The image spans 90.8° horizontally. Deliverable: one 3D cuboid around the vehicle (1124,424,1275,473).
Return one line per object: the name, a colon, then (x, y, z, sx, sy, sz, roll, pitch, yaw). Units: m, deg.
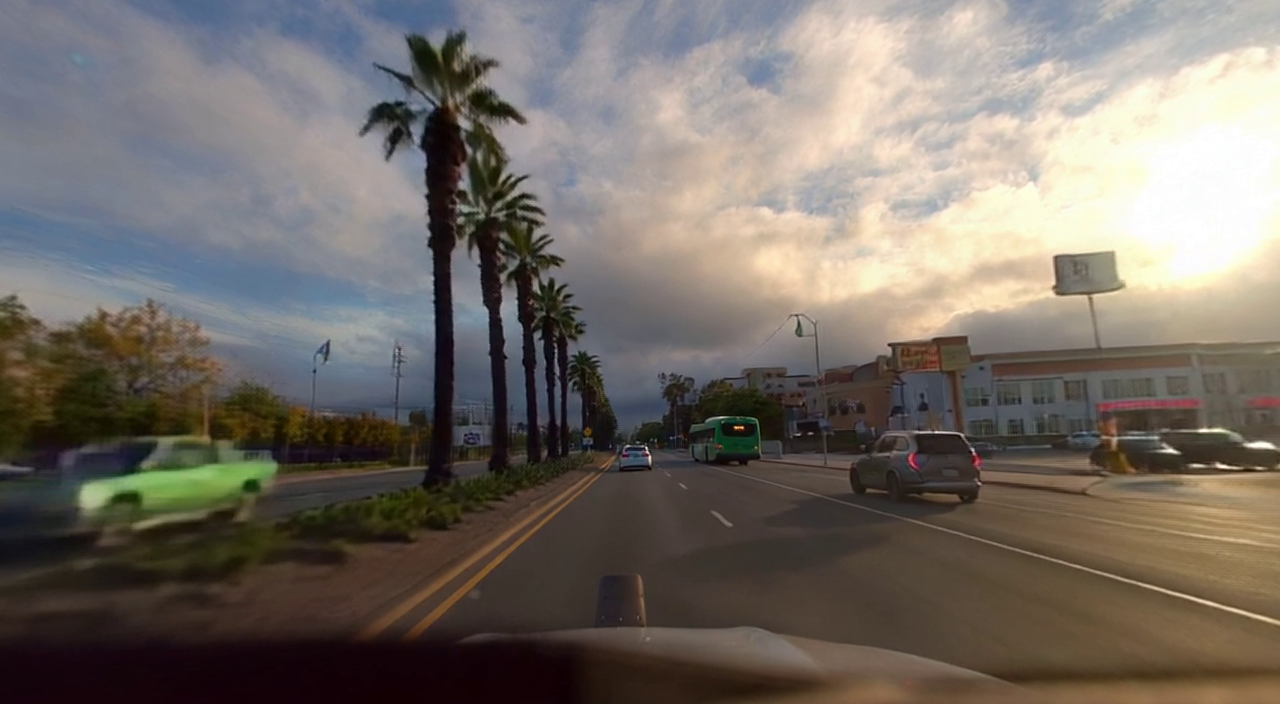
vehicle: (23.352, 4.036, 26.471, 4.595, 1.845, 1.919, -1, -8, -5)

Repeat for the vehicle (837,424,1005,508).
vehicle: (6.348, 2.628, 14.919, 2.031, 1.670, 4.154, 0, -9, 0)

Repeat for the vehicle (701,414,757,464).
vehicle: (6.520, 6.648, 47.677, 2.795, 3.383, 9.287, 0, -9, -1)

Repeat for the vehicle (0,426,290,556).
vehicle: (-8.802, 2.340, 11.437, 2.106, 1.817, 4.847, 0, -9, 0)

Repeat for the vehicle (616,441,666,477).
vehicle: (0.036, 4.792, 28.466, 2.065, 1.477, 4.306, 0, -9, 0)
